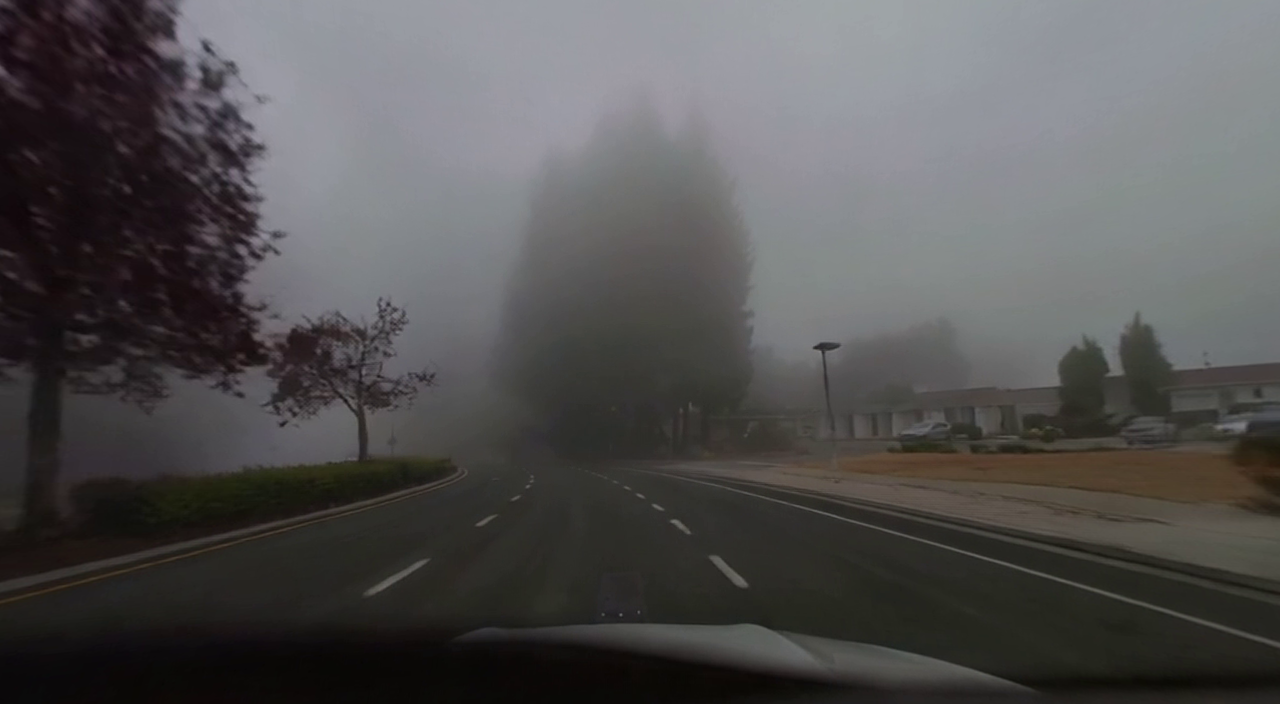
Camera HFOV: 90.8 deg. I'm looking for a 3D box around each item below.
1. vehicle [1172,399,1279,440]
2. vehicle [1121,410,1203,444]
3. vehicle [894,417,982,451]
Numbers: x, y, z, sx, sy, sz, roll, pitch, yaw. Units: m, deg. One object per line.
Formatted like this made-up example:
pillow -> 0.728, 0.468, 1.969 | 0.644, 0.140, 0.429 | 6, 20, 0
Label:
vehicle -> 26.068, 3.007, 27.566 | 2.033, 1.533, 4.370 | -2, -9, 4
vehicle -> 24.286, 3.539, 29.331 | 4.230, 1.459, 1.889 | 7, -11, -37
vehicle -> 17.766, 4.887, 37.653 | 4.802, 1.900, 2.373 | 4, -9, -32
